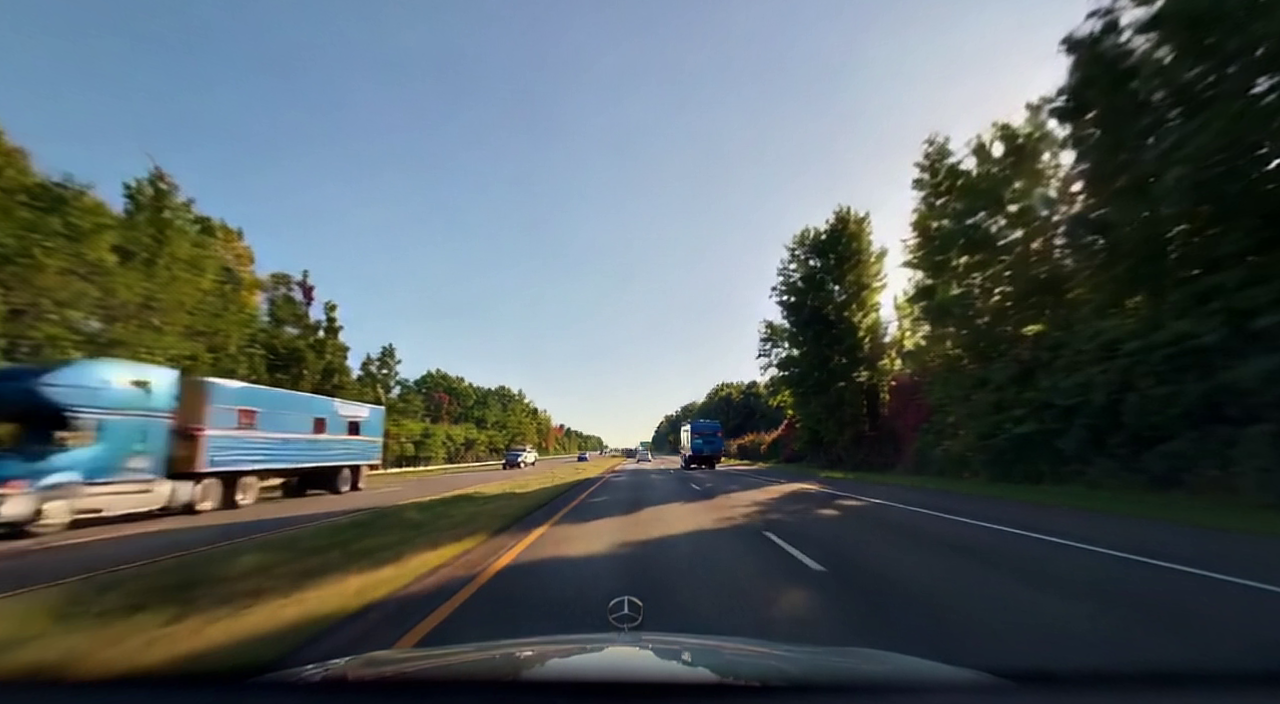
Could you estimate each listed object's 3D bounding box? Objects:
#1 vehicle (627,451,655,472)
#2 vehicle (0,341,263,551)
[{"bbox_3d":[0.078,7.751,44.832,1.926,1.386,3.615,0,-9,0],"label":"vehicle"},{"bbox_3d":[-12.504,2.212,14.955,3.069,3.904,6.259,0,-9,0],"label":"vehicle"}]
